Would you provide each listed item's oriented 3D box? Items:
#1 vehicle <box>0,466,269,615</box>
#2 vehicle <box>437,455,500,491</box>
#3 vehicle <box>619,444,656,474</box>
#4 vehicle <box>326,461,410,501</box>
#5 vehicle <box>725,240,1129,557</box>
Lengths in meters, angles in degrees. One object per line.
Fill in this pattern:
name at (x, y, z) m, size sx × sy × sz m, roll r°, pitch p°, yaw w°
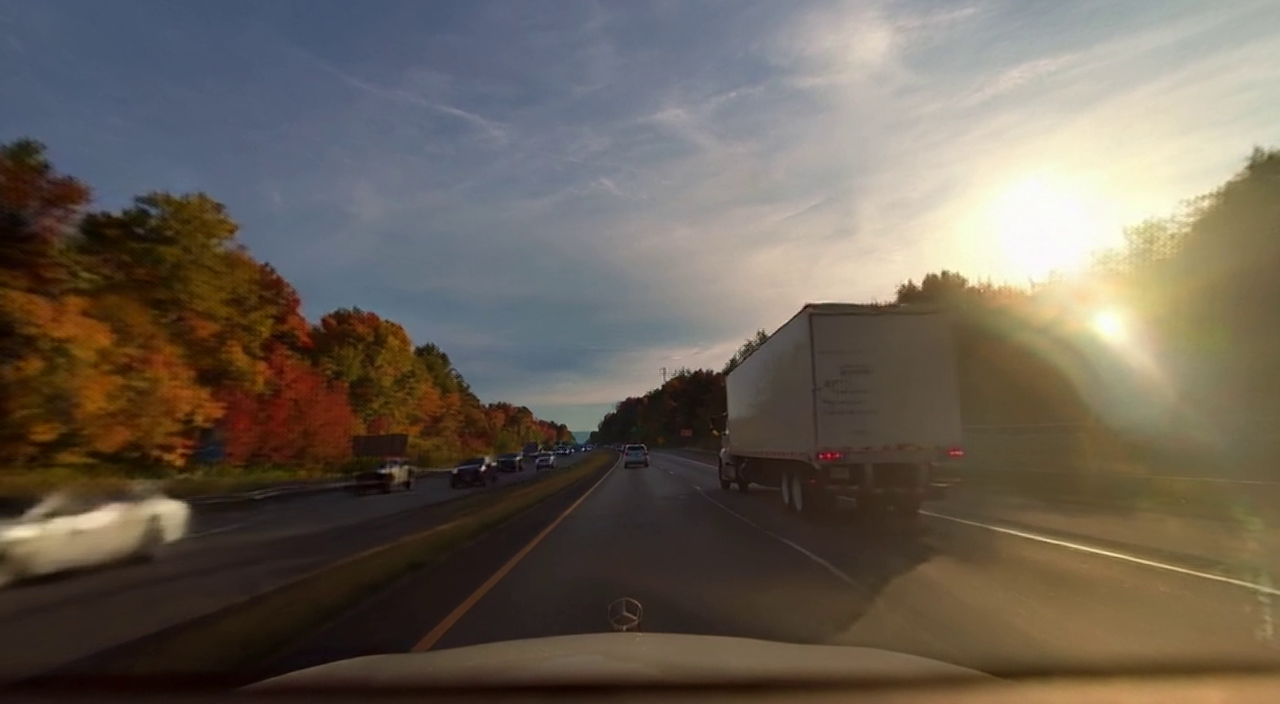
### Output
vehicle at (-8.243, 2.620, 9.672) m, size 2.068 × 1.560 × 4.870 m, roll -1°, pitch -9°, yaw -1°
vehicle at (-8.707, 6.154, 32.207) m, size 2.041 × 1.631 × 4.366 m, roll -1°, pitch -9°, yaw 0°
vehicle at (-0.184, 6.633, 39.122) m, size 2.168 × 1.705 × 4.272 m, roll -1°, pitch -9°, yaw -1°
vehicle at (-12.683, 6.016, 29.576) m, size 1.935 × 1.665 × 4.426 m, roll -1°, pitch -9°, yaw 0°
vehicle at (4.579, 1.609, 15.083) m, size 2.910 × 4.090 × 14.063 m, roll -1°, pitch -9°, yaw -1°
